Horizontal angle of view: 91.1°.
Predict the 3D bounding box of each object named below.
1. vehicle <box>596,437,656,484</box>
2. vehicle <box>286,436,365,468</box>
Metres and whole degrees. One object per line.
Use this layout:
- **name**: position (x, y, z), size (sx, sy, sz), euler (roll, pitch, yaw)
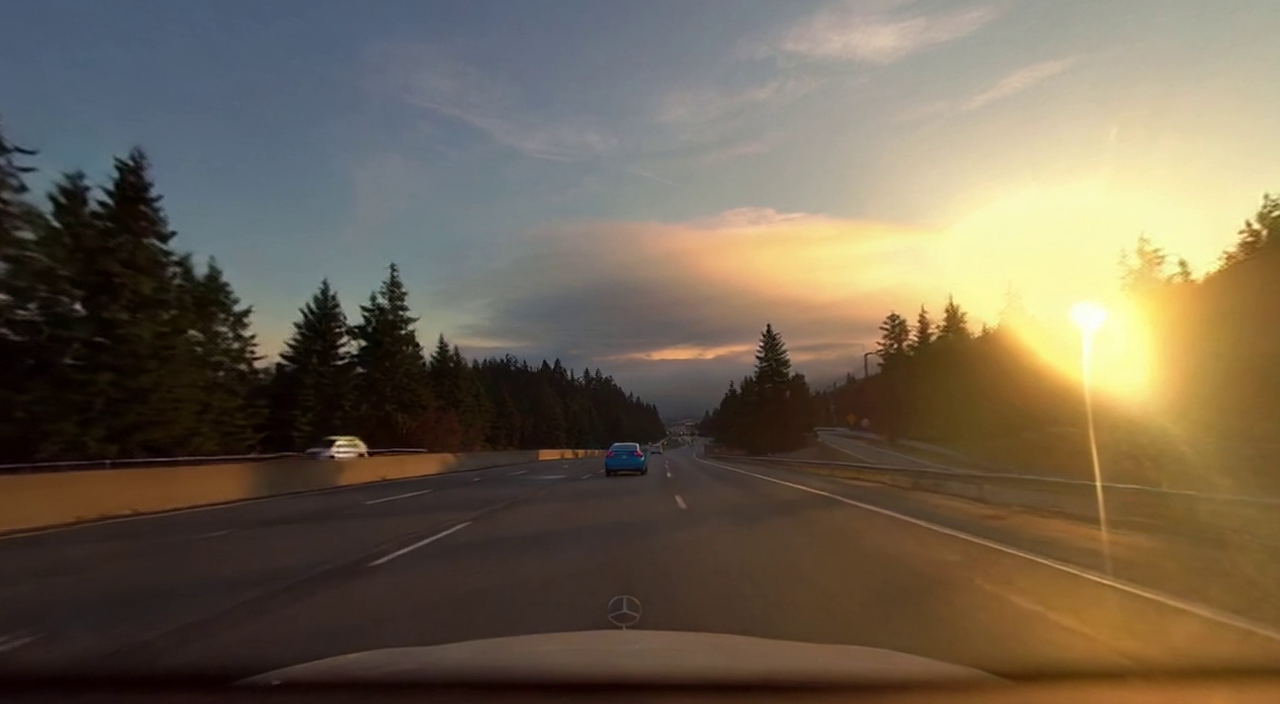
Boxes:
- **vehicle**: position (-0.479, 4.306, 25.265), size (2.133, 1.686, 4.203), euler (-1, -8, 3)
- **vehicle**: position (-21.444, 6.820, 43.088), size (2.342, 1.981, 5.534), euler (-1, -8, 3)
